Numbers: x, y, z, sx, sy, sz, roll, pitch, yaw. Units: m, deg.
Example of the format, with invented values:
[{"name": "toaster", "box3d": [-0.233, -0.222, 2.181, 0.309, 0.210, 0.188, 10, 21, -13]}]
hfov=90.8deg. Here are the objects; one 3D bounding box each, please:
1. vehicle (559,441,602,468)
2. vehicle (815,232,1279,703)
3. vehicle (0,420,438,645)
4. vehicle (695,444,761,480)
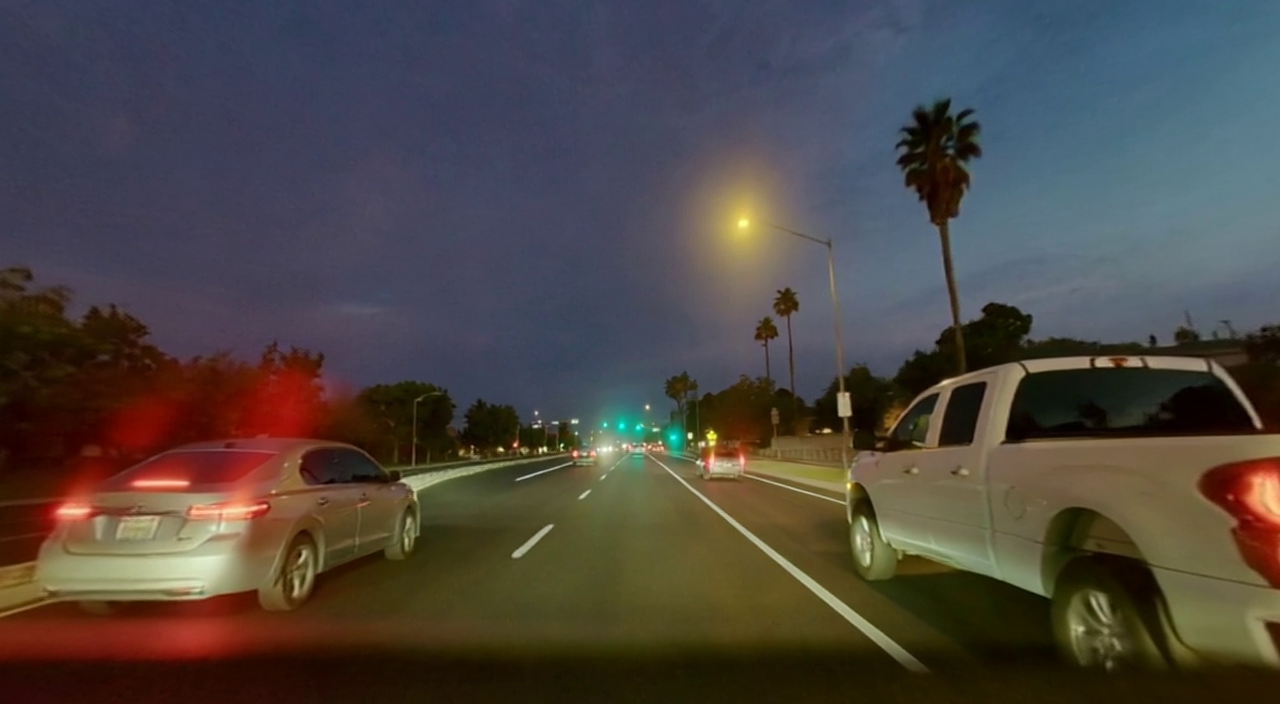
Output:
[{"name": "vehicle", "box3d": [-3.581, 6.328, 39.058, 2.263, 1.548, 4.555, 0, -8, 0]}, {"name": "vehicle", "box3d": [3.363, 1.011, 4.687, 2.478, 2.030, 5.723, 0, -8, 0]}, {"name": "vehicle", "box3d": [-3.794, 1.542, 6.505, 2.094, 1.509, 4.286, 0, -8, -1]}, {"name": "vehicle", "box3d": [3.769, 4.795, 27.835, 2.149, 1.421, 4.805, 0, -8, -1]}]
